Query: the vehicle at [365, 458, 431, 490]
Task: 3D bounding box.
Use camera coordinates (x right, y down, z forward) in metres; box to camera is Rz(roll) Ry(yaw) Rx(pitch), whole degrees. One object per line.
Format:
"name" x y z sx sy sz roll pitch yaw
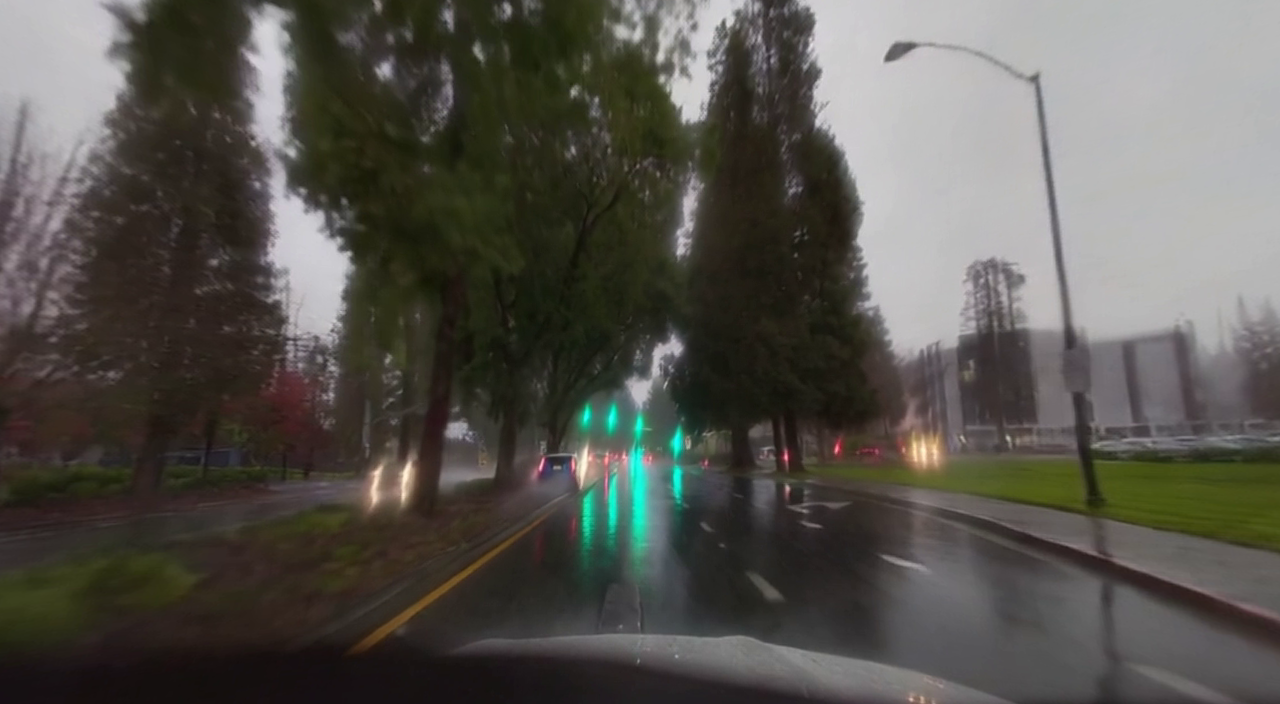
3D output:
"vehicle" -14.585 7.354 38.445 2.070 1.782 4.735 -1 -9 1

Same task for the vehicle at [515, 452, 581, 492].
"vehicle" -3.577 4.717 25.218 1.932 1.431 4.144 -1 -9 1
